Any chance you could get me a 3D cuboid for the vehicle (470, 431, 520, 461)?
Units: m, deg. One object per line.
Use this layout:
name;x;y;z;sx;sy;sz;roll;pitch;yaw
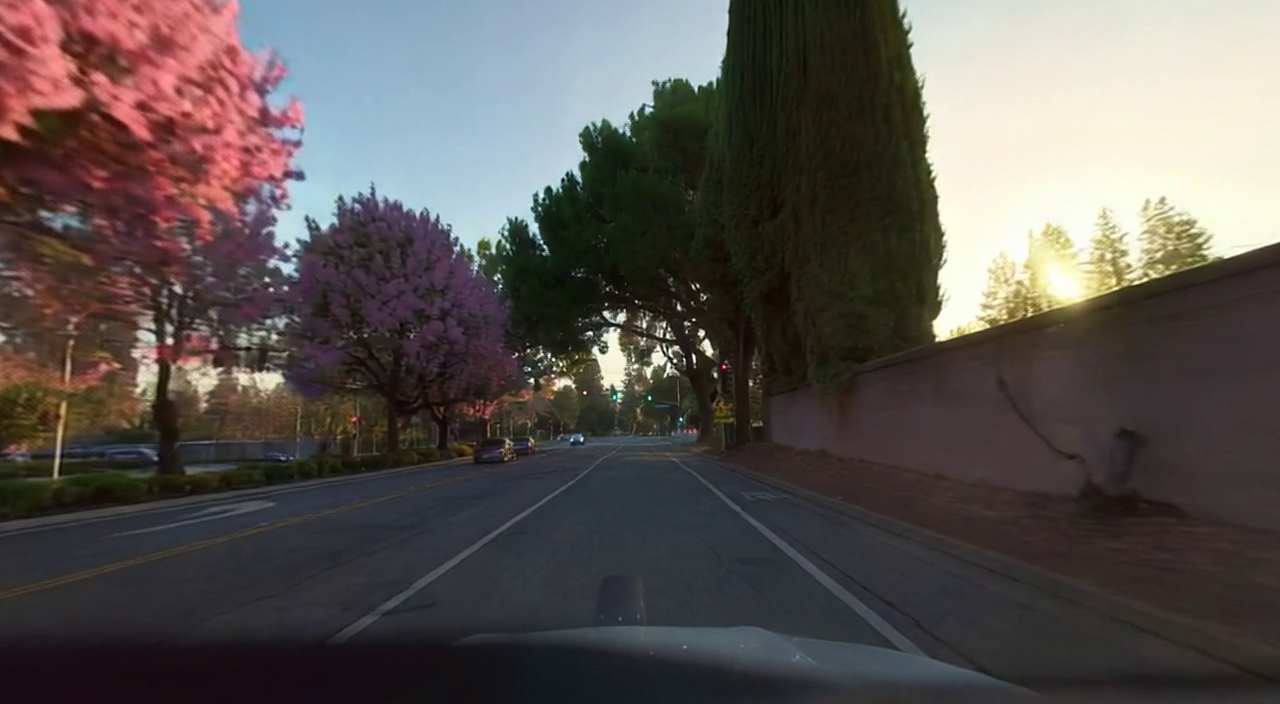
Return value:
vehicle;-7.896;5.168;34.727;1.783;1.501;4.307;0;-8;-1
